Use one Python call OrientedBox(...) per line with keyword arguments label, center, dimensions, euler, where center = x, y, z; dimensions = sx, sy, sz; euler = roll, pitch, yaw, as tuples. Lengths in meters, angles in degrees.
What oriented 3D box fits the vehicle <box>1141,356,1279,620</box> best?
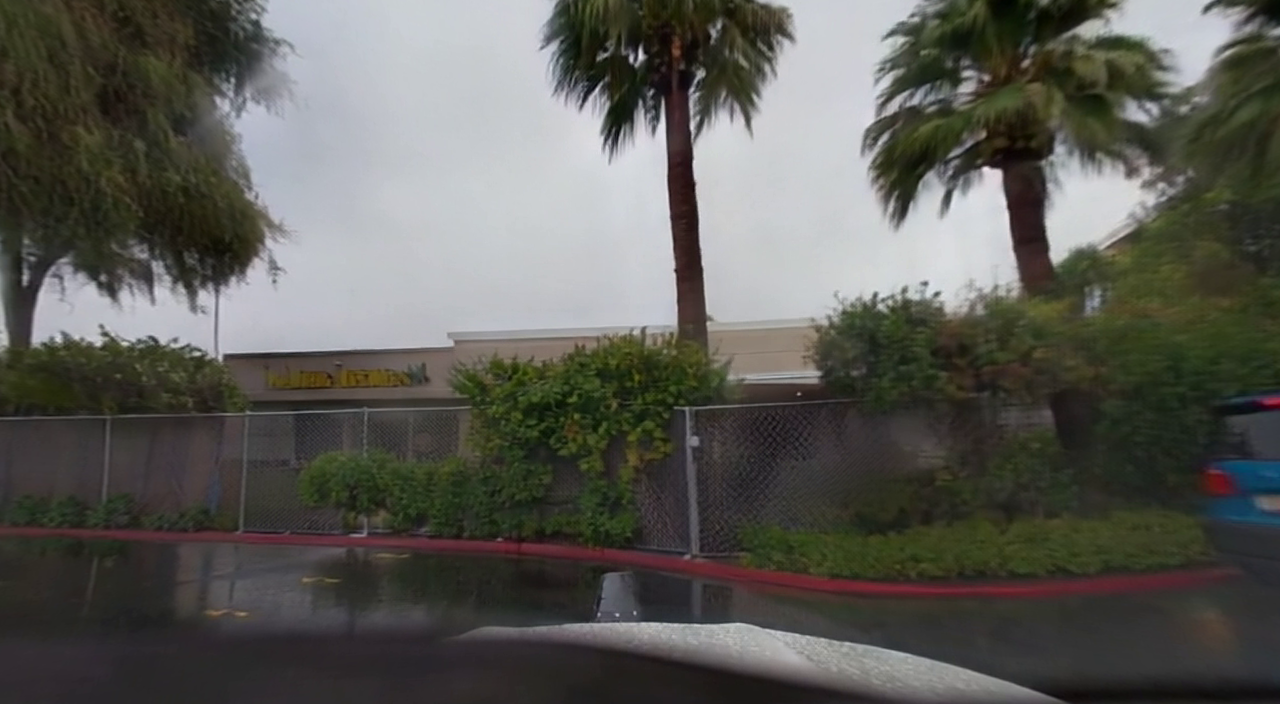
OrientedBox(label="vehicle", center=(6.534, 0.952, 4.699), dimensions=(4.365, 1.791, 2.073), euler=(1, -7, -15))
